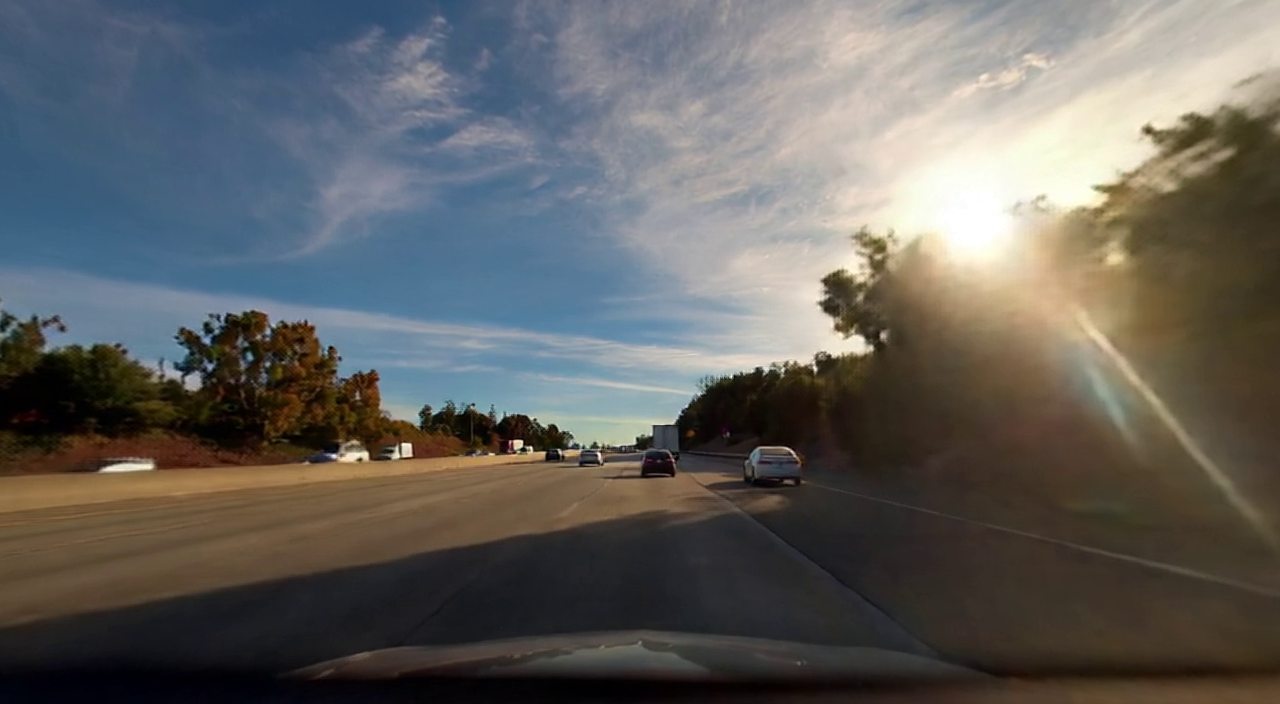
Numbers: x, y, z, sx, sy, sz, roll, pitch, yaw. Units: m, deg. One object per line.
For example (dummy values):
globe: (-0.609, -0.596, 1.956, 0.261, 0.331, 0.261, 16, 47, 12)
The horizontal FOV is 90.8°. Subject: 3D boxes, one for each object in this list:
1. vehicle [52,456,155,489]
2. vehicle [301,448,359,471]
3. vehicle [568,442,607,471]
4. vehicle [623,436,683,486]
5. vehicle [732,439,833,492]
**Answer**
vehicle: (-25.980, 5.813, 30.754, 1.813, 1.448, 3.521, 0, -9, 1)
vehicle: (-17.991, 6.220, 36.793, 1.569, 1.270, 3.349, -1, -9, 2)
vehicle: (-3.245, 6.593, 40.024, 1.988, 1.696, 4.754, 0, -8, 1)
vehicle: (0.479, 4.158, 24.401, 2.103, 1.717, 4.399, 0, -9, 0)
vehicle: (4.382, 3.583, 20.307, 2.146, 1.482, 4.665, 0, -9, 0)
